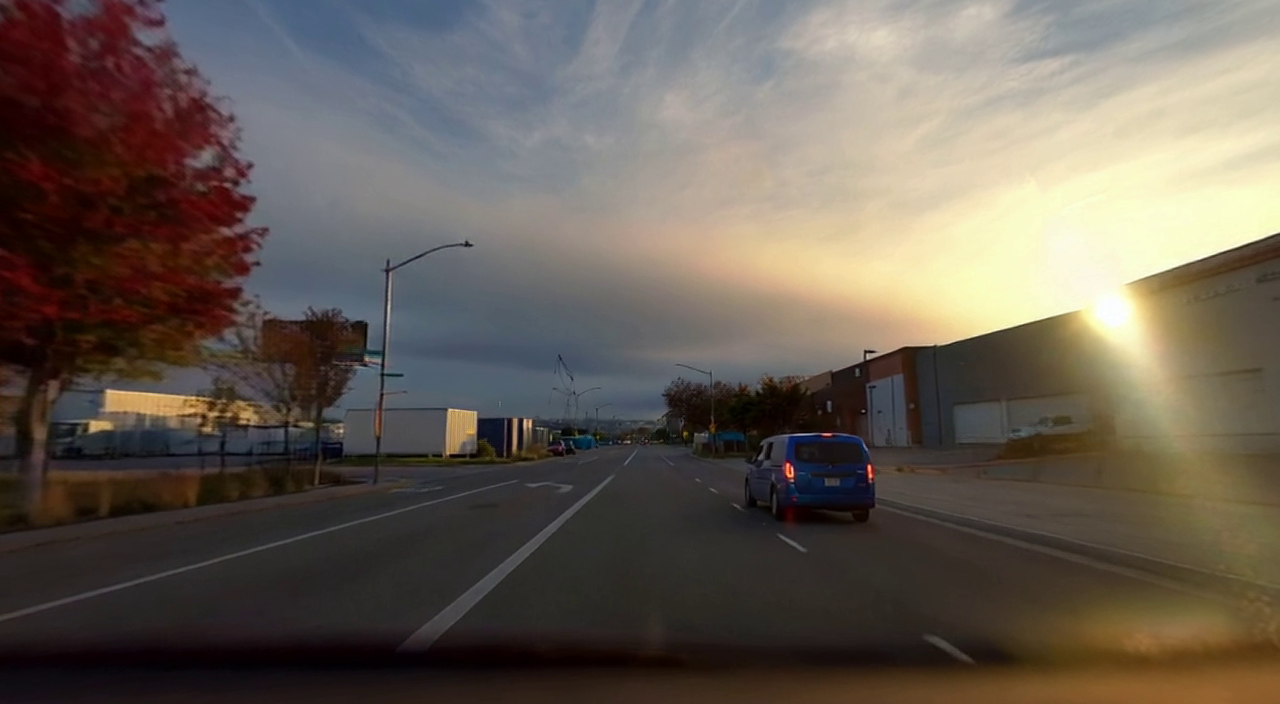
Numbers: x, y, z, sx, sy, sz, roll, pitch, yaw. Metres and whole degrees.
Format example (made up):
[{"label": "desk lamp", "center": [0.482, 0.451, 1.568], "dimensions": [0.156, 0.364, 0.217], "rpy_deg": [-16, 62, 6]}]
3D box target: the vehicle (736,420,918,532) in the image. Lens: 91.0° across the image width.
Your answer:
[{"label": "vehicle", "center": [3.440, 2.393, 12.811], "dimensions": [2.202, 1.822, 4.826], "rpy_deg": [0, -8, 0]}]
